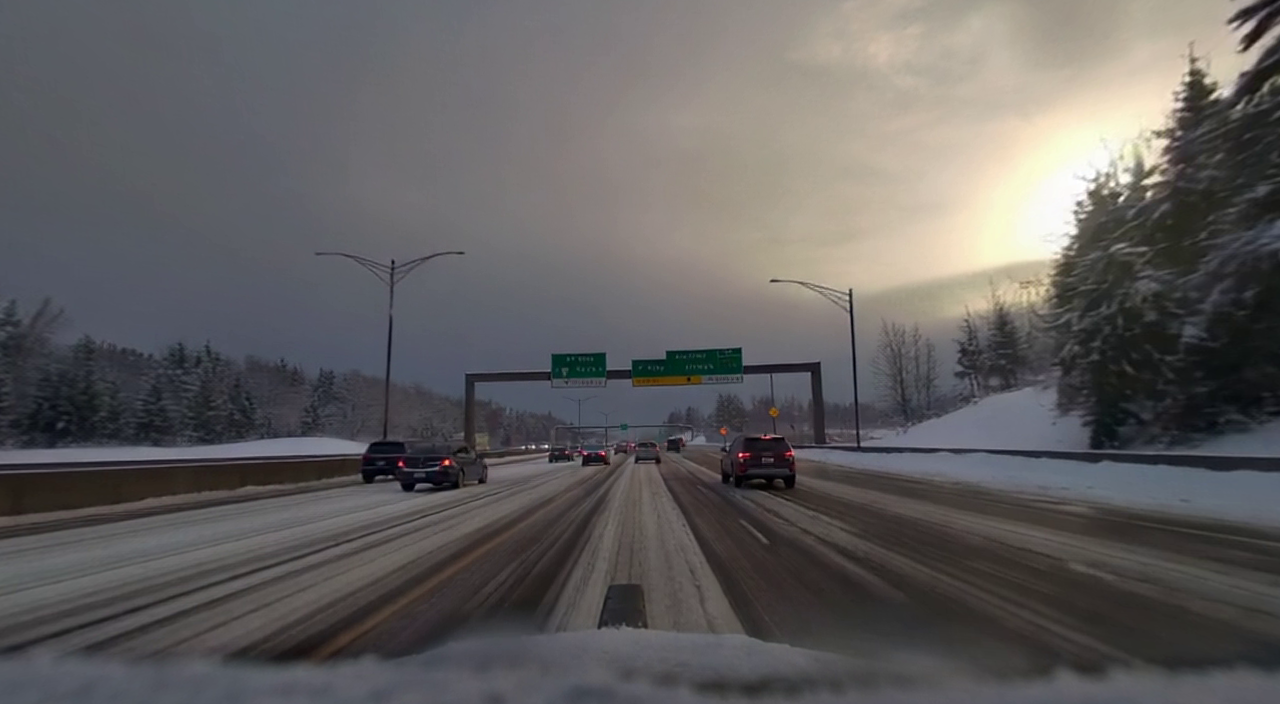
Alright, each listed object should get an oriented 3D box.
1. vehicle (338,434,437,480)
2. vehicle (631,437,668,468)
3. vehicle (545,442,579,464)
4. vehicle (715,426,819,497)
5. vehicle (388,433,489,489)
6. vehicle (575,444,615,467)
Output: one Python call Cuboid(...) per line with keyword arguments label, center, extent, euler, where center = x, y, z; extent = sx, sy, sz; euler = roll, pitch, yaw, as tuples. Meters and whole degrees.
Cuboid(label="vehicle", center=(-11.298, 4.734, 28.765), extent=(2.292, 1.848, 5.285), euler=(0, -8, 1))
Cuboid(label="vehicle", center=(0.599, 6.090, 38.296), extent=(2.133, 1.739, 3.925), euler=(0, -8, 1))
Cuboid(label="vehicle", center=(-5.971, 7.750, 48.646), extent=(1.992, 1.604, 3.966), euler=(0, -8, 1))
Cuboid(label="vehicle", center=(3.573, 3.195, 18.736), extent=(2.083, 1.823, 4.627), euler=(0, -8, -1))
Cuboid(label="vehicle", center=(-6.579, 3.596, 21.117), extent=(1.946, 1.688, 4.019), euler=(0, -8, 1))
Cuboid(label="vehicle", center=(-2.886, 6.811, 41.605), extent=(2.205, 1.406, 4.286), euler=(0, -8, 2))
